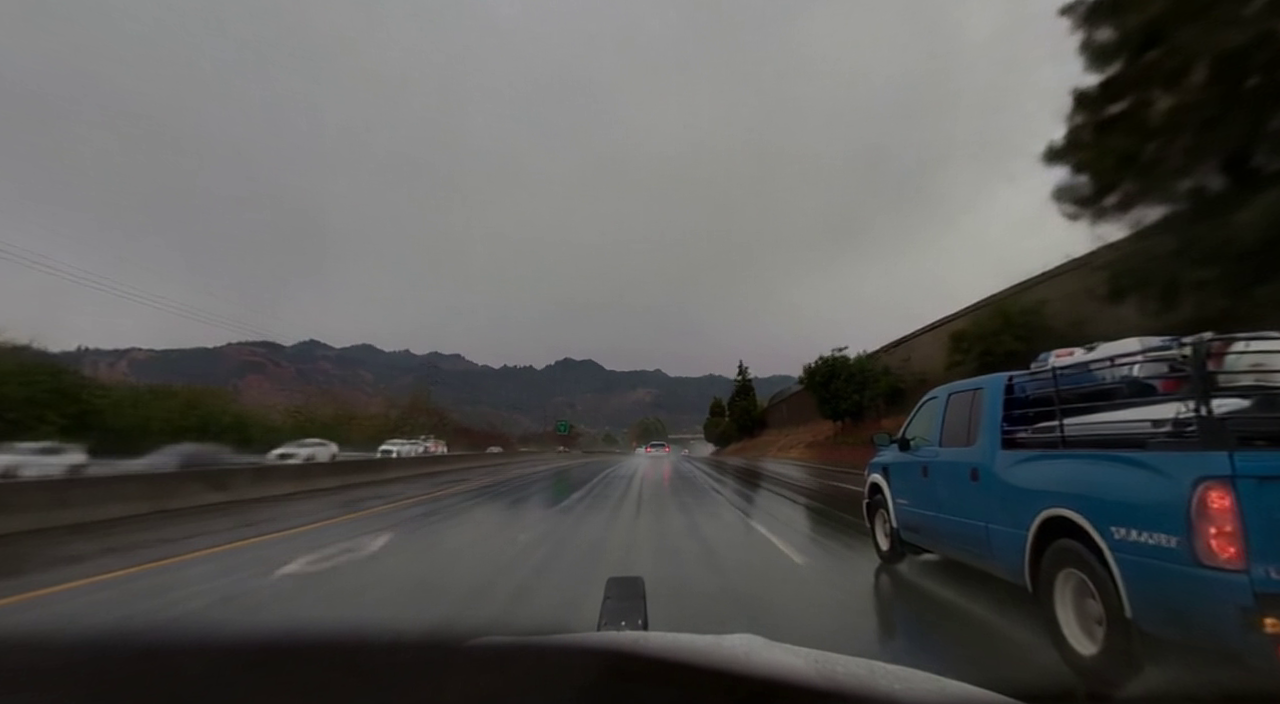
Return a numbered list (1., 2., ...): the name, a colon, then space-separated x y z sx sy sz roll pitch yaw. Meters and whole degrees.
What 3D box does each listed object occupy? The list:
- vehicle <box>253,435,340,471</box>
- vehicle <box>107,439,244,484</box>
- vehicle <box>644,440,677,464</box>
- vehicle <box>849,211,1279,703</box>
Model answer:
1. vehicle: -21.317 6.287 39.315 2.223 2.067 5.374 -1 -9 2
2. vehicle: -18.169 4.283 24.883 1.982 1.612 4.409 -1 -9 2
3. vehicle: 1.325 6.726 42.298 2.034 1.549 4.147 0 -9 0
4. vehicle: 3.833 0.830 4.346 2.538 2.228 6.370 0 -9 0
